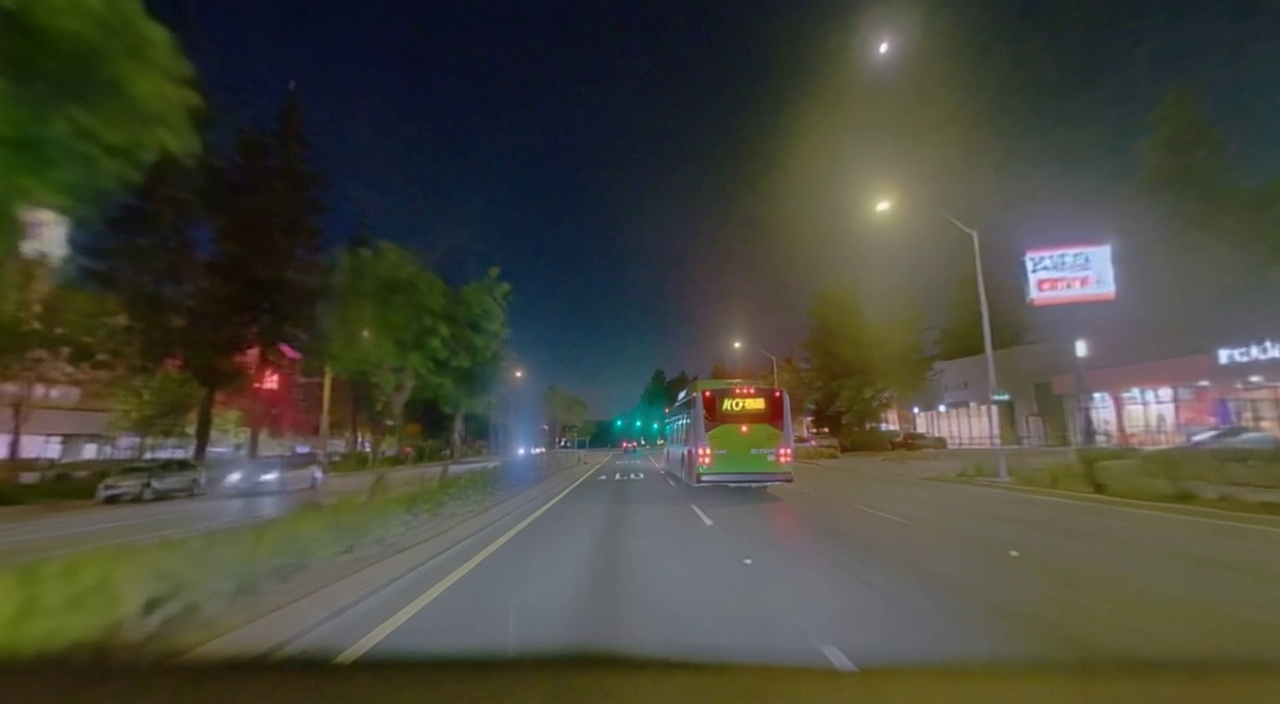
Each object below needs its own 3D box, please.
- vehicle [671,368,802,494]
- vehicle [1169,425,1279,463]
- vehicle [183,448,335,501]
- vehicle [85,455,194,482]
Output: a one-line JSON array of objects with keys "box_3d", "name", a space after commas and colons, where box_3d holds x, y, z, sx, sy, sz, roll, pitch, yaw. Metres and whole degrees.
[{"box_3d": [2.753, 2.718, 21.188, 2.766, 3.306, 9.281, 0, -8, -1], "name": "vehicle"}, {"box_3d": [23.993, 3.600, 24.685, 4.659, 1.434, 1.900, -1, -8, 2], "name": "vehicle"}, {"box_3d": [-12.412, 3.984, 20.955, 2.081, 1.492, 4.668, 0, -8, 1], "name": "vehicle"}, {"box_3d": [-31.813, 7.375, 40.116, 1.983, 1.531, 5.126, -8, -11, 44], "name": "vehicle"}]
